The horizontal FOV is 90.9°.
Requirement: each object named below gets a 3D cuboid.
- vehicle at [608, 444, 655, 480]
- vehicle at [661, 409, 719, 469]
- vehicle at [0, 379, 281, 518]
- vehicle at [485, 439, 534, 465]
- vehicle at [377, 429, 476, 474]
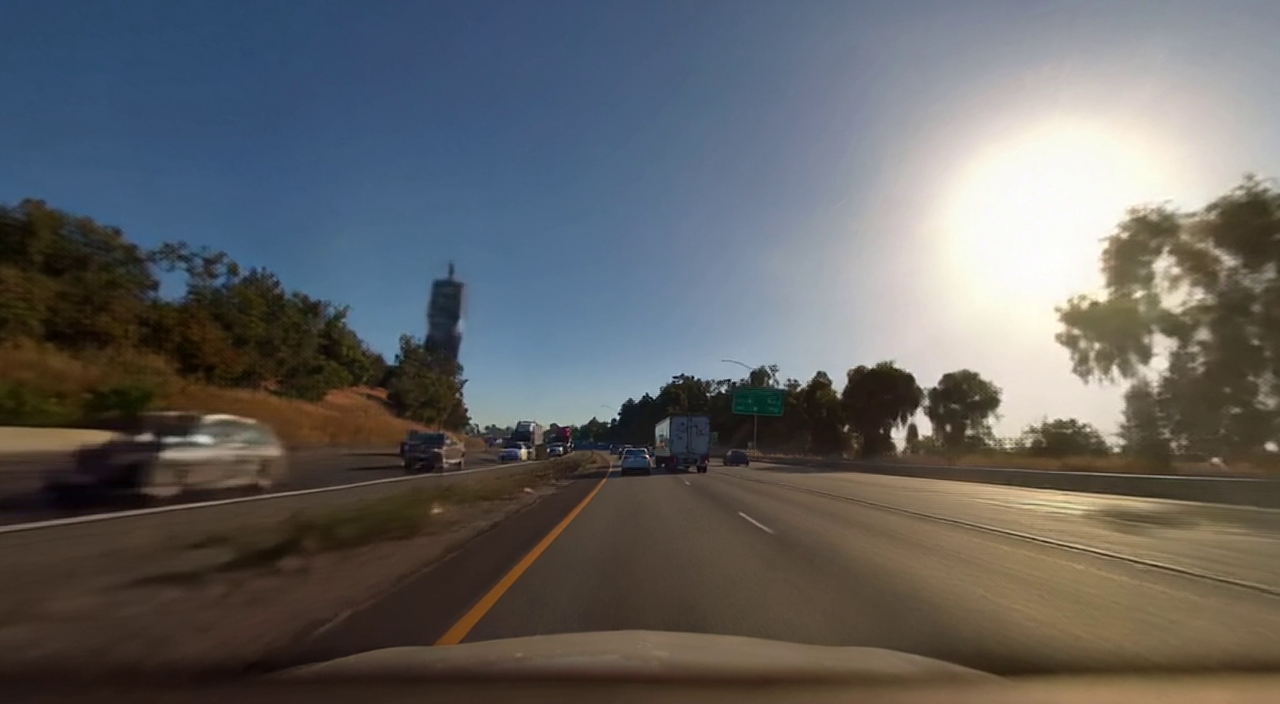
[{"bbox_3d":[-0.447,5.277,30.347,2.111,1.599,3.859,0,-9,-1],"label":"vehicle"},{"bbox_3d":[3.570,6.785,48.464,2.931,4.009,12.800,0,-9,-2],"label":"vehicle"},{"bbox_3d":[-7.199,1.345,8.809,1.928,1.473,4.170,0,-9,-1],"label":"vehicle"},{"bbox_3d":[-7.660,5.976,37.511,2.013,1.439,4.317,0,-9,0],"label":"vehicle"},{"bbox_3d":[-7.610,3.611,22.937,2.183,1.457,3.987,0,-9,0],"label":"vehicle"}]
